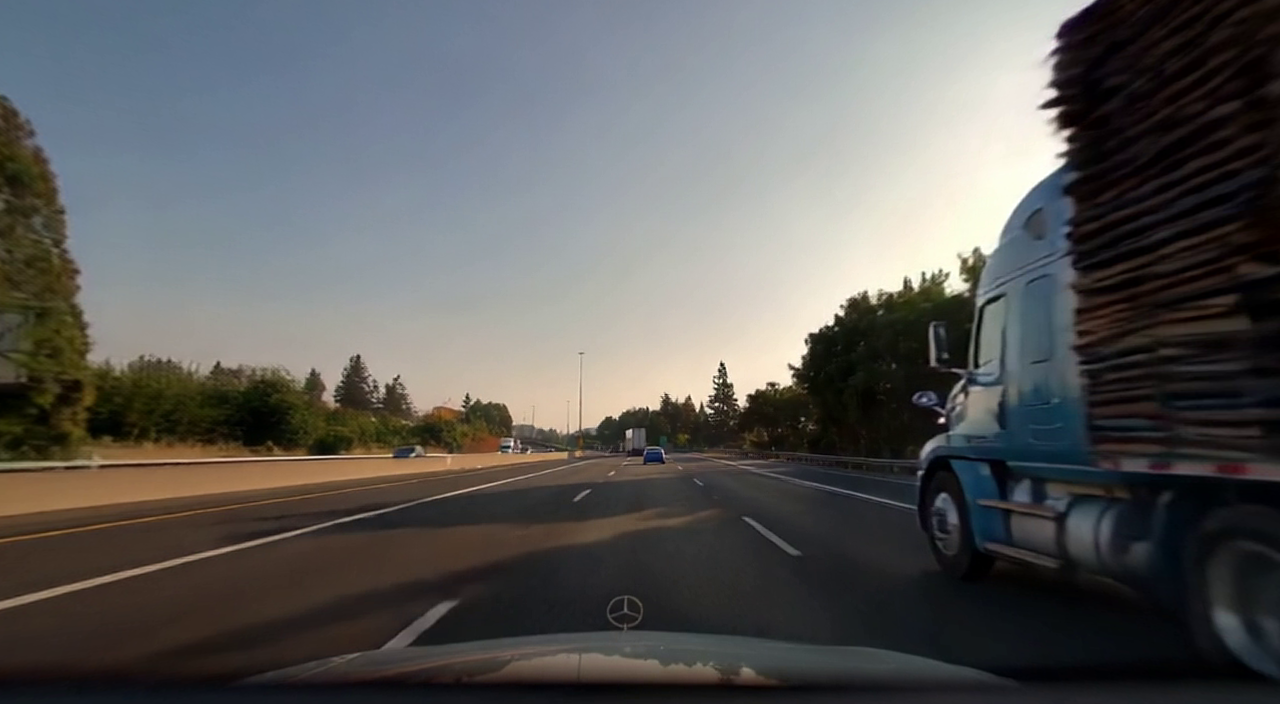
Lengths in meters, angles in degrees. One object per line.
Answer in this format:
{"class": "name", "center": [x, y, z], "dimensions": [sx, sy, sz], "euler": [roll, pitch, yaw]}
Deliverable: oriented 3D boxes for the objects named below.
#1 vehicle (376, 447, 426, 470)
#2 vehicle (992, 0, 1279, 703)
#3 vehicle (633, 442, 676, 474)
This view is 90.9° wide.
{"class": "vehicle", "center": [-17.570, 7.824, 46.595], "dimensions": [1.885, 1.542, 4.520], "euler": [0, -9, 1]}
{"class": "vehicle", "center": [4.069, -0.614, 0.124], "dimensions": [3.071, 3.888, 8.330], "euler": [0, -9, 0]}
{"class": "vehicle", "center": [0.677, 5.431, 32.459], "dimensions": [2.042, 1.528, 4.300], "euler": [0, -9, 0]}
